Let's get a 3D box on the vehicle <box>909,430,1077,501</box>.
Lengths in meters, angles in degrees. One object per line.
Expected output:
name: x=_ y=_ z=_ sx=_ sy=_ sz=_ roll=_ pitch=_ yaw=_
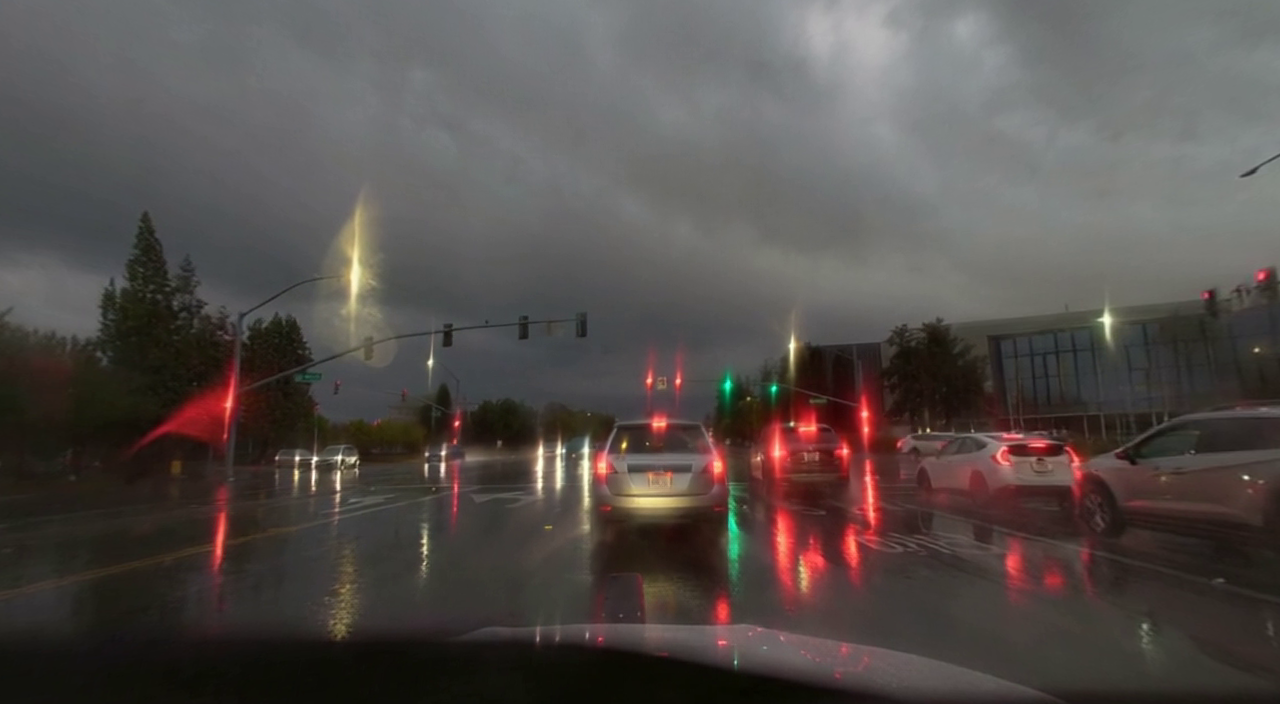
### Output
vehicle: x=8.318 y=2.707 z=15.438 sx=1.862 sy=1.471 sz=4.297 roll=-1 pitch=-9 yaw=4

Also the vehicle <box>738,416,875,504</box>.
vehicle: x=3.775 y=2.574 z=15.351 sx=2.188 sy=1.774 sz=4.646 roll=-1 pitch=-9 yaw=2

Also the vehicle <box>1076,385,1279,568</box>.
vehicle: x=7.373 y=1.324 z=6.900 sx=2.074 sy=1.791 sz=4.393 roll=0 pitch=-9 yaw=1

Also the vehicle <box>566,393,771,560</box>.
vehicle: x=0.274 y=1.667 z=9.021 sx=2.211 sy=1.795 sz=4.179 roll=0 pitch=-9 yaw=-1
